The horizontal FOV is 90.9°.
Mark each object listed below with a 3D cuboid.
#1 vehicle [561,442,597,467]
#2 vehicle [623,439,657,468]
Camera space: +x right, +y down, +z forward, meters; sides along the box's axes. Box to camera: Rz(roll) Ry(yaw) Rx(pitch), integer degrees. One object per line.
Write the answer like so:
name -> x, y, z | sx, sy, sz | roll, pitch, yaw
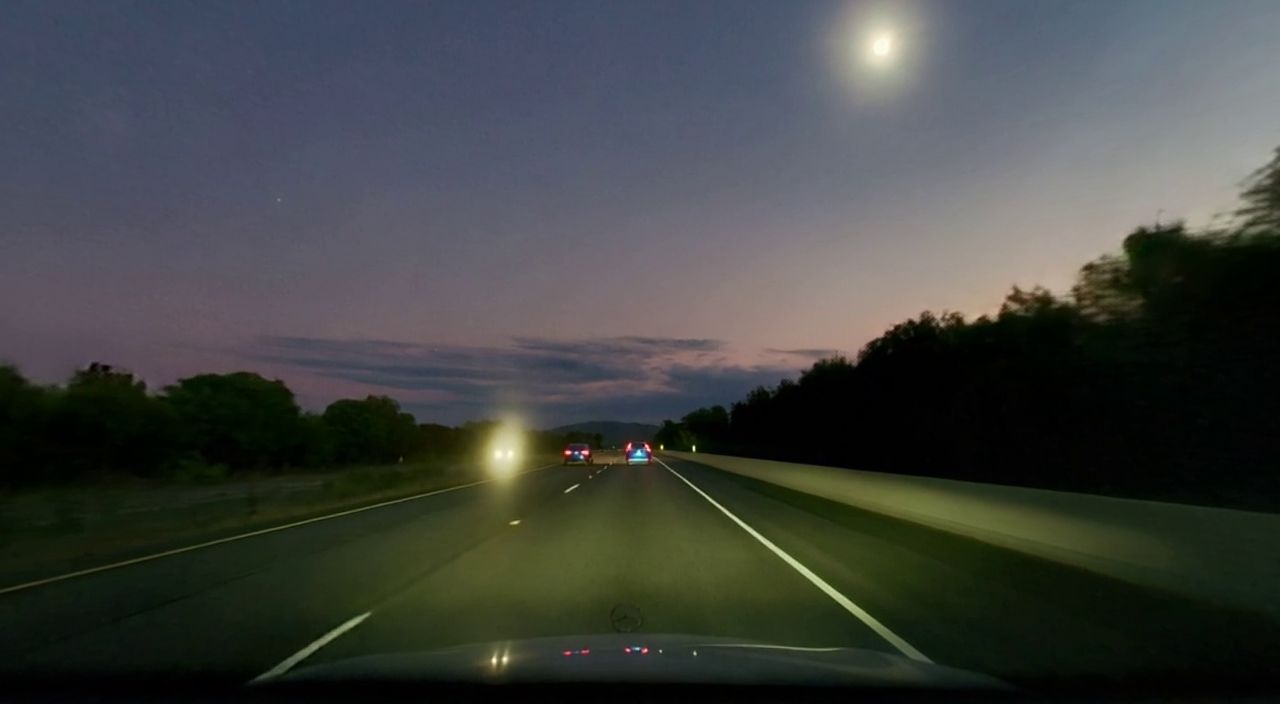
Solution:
vehicle -> -4.247, 7.221, 44.507 | 2.113, 1.656, 4.215 | 0, -9, 0
vehicle -> -0.035, 6.686, 41.699 | 2.126, 1.786, 3.958 | 0, -9, -1
